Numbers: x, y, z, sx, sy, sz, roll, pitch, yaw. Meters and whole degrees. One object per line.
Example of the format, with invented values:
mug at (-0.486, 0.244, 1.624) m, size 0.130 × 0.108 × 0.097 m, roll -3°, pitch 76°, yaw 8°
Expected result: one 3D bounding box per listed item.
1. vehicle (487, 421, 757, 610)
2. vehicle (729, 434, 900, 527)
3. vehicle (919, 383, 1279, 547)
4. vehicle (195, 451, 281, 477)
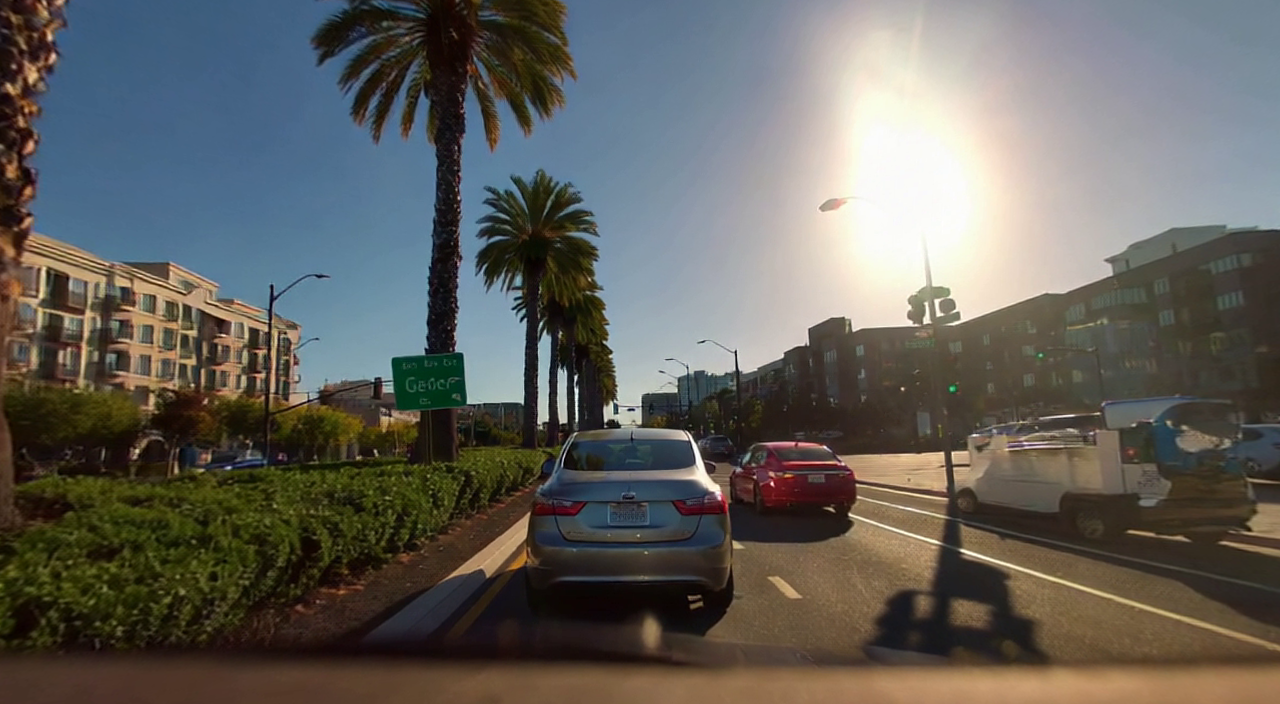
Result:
vehicle at (-0.154, 1.606, 7.105) m, size 2.158 × 1.498 × 3.919 m, roll 0°, pitch -8°, yaw 0°
vehicle at (3.084, 2.366, 12.245) m, size 1.925 × 1.451 × 4.436 m, roll 0°, pitch -8°, yaw -2°
vehicle at (7.202, 1.852, 10.906) m, size 2.254 × 2.072 × 5.577 m, roll 0°, pitch -8°, yaw 1°
vehicle at (-23.779, 6.624, 37.595) m, size 1.972 × 1.425 × 4.765 m, roll 0°, pitch -8°, yaw 0°
